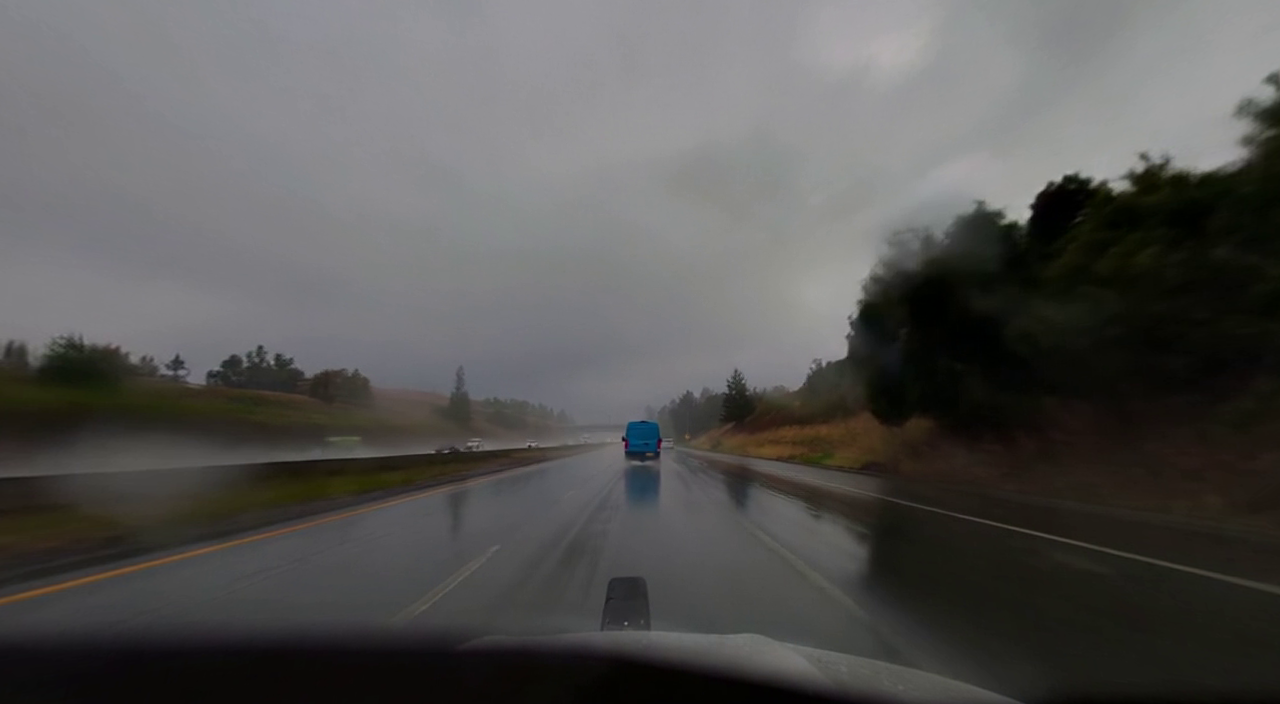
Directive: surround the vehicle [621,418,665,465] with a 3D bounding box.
[{"bbox_3d":[0.136,5.195,36.401,2.329,2.483,5.428,0,-8,0],"label":"vehicle"}]
